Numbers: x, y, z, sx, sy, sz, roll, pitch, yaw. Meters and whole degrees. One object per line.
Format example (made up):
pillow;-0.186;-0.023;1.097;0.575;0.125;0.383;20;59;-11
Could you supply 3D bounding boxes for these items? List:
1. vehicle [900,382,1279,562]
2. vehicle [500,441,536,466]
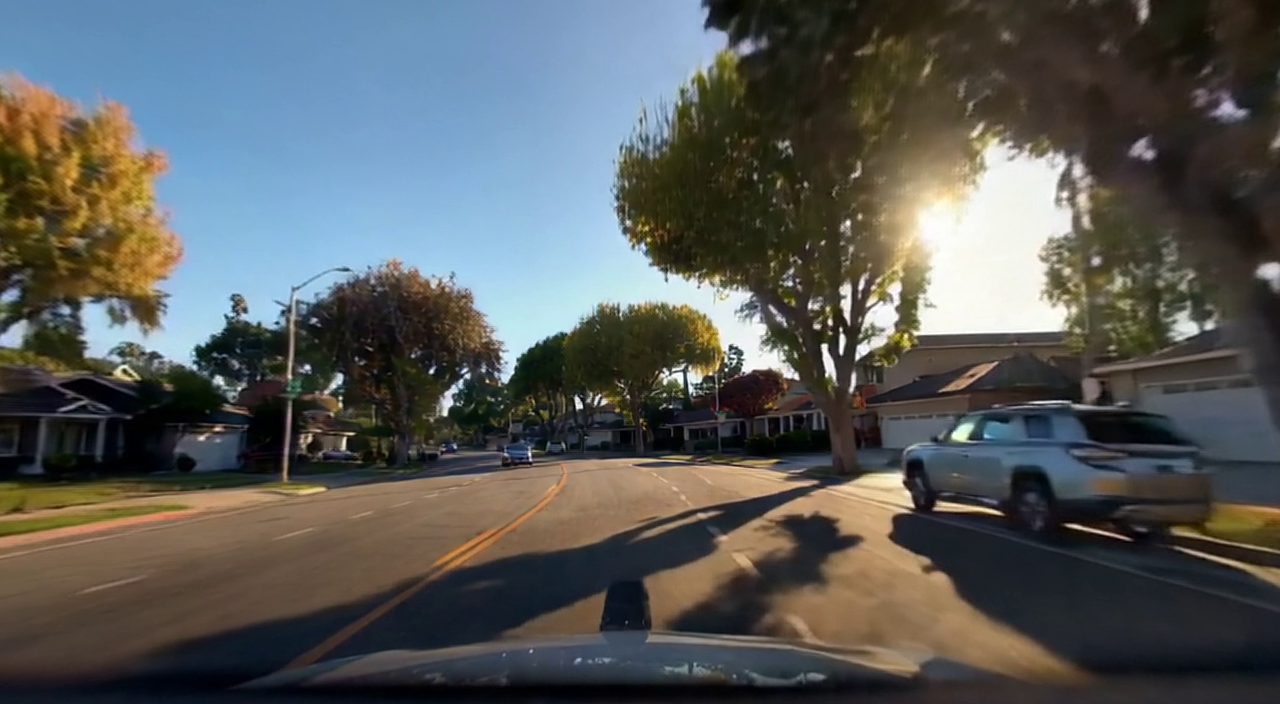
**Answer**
vehicle;6.630;1.758;10.170;2.348;1.986;6.289;0;-8;2
vehicle;-7.861;6.436;40.269;2.043;1.470;4.338;2;-8;-13
